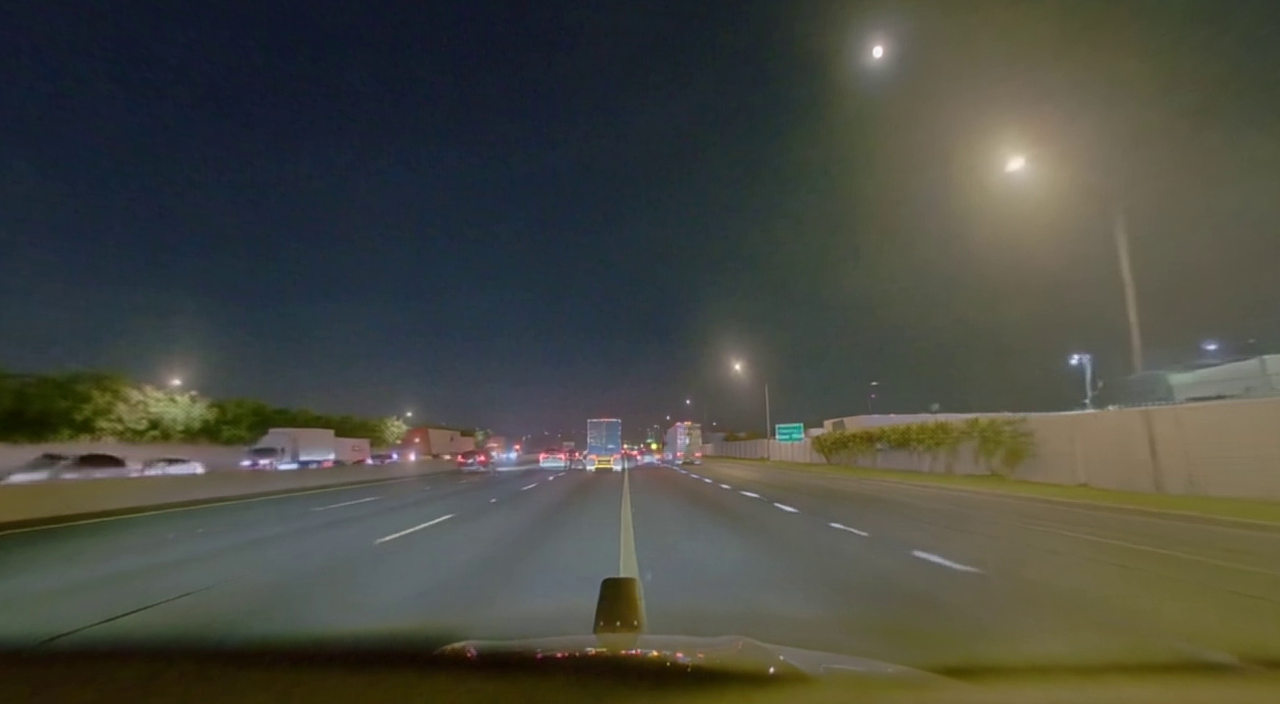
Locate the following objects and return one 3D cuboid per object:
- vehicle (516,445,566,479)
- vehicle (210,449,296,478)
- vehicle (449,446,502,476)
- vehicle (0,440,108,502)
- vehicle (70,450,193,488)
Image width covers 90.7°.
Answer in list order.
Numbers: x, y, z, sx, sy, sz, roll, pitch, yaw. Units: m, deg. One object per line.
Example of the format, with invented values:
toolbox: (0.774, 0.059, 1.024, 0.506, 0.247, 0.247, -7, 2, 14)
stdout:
vehicle: (-5.147, 5.772, 33.395, 2.132, 1.679, 4.045, 0, -9, -3)
vehicle: (-26.292, 7.542, 43.313, 2.212, 1.805, 5.949, 0, -9, -1)
vehicle: (-10.208, 6.786, 39.611, 2.129, 1.717, 4.593, 0, -9, 0)
vehicle: (-18.163, 3.351, 18.019, 2.030, 1.629, 4.673, 0, -9, -2)
vehicle: (-22.270, 5.121, 28.003, 1.798, 1.496, 4.490, 0, -9, -2)
